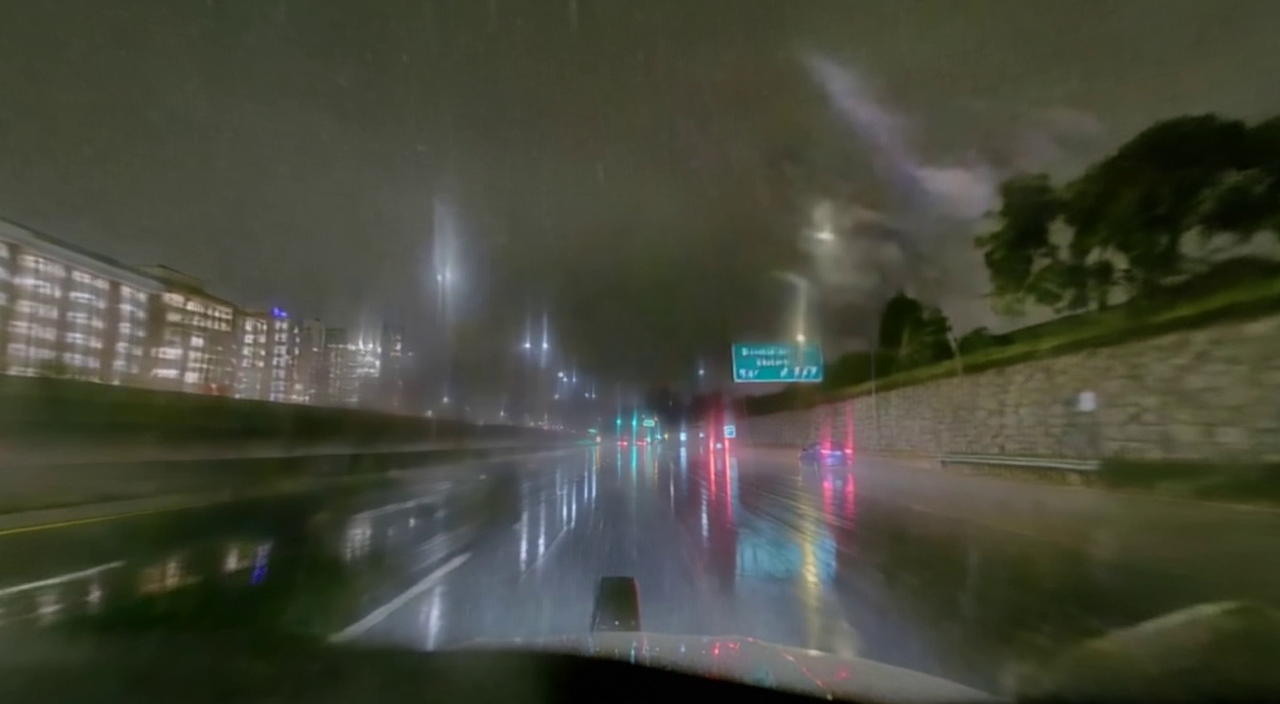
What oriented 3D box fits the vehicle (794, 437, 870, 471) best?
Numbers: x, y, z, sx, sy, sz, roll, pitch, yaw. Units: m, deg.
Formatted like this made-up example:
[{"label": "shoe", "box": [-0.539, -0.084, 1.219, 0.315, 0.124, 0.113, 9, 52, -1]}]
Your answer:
[{"label": "vehicle", "box": [10.003, 5.343, 33.408, 2.165, 1.636, 5.175, 0, -8, -3]}]
